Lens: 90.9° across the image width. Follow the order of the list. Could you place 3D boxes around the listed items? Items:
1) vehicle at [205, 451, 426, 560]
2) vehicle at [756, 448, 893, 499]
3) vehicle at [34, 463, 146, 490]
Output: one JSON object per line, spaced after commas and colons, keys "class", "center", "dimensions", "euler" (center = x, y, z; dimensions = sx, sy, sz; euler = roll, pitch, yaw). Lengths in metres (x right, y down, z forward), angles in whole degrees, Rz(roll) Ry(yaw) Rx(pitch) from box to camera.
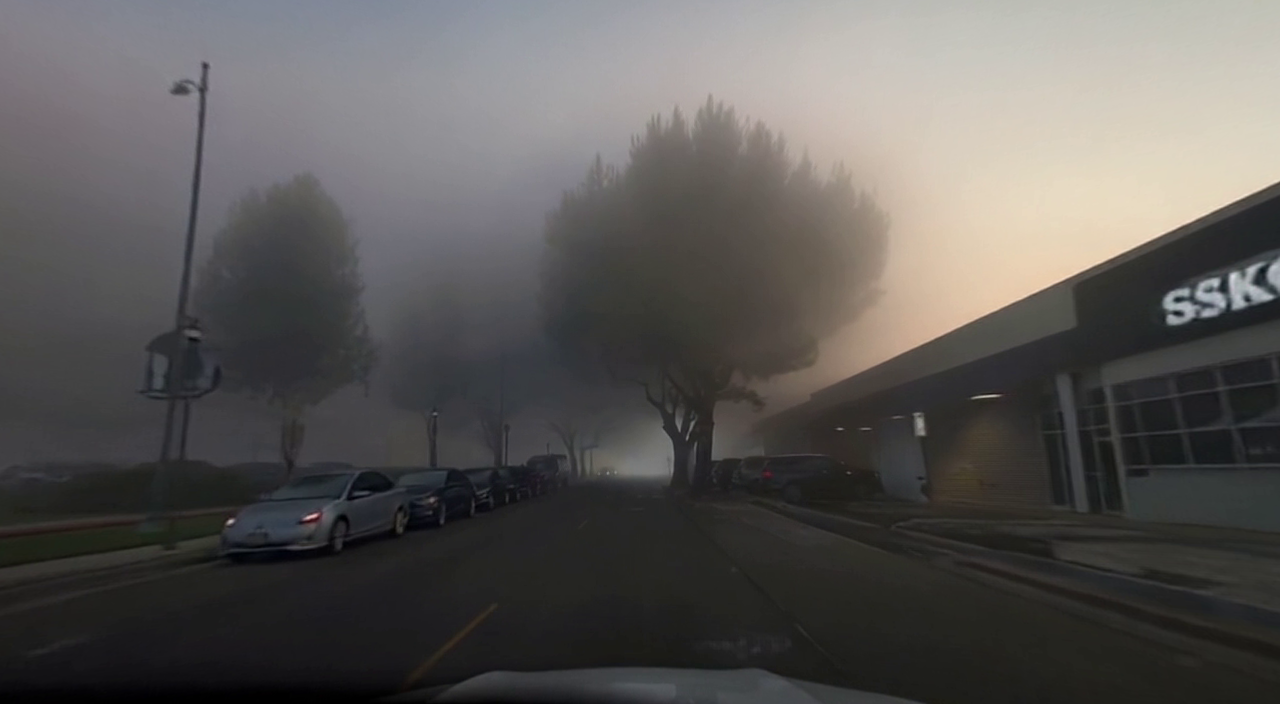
{"class": "vehicle", "center": [-5.764, 2.786, 11.982], "dimensions": [1.832, 1.623, 4.424], "euler": [1, -11, 0]}
{"class": "vehicle", "center": [6.415, 4.278, 22.249], "dimensions": [4.193, 1.665, 1.924], "euler": [1, -11, -2]}
{"class": "vehicle", "center": [-31.639, 7.175, 36.357], "dimensions": [4.471, 1.462, 1.974], "euler": [1, -11, -1]}
